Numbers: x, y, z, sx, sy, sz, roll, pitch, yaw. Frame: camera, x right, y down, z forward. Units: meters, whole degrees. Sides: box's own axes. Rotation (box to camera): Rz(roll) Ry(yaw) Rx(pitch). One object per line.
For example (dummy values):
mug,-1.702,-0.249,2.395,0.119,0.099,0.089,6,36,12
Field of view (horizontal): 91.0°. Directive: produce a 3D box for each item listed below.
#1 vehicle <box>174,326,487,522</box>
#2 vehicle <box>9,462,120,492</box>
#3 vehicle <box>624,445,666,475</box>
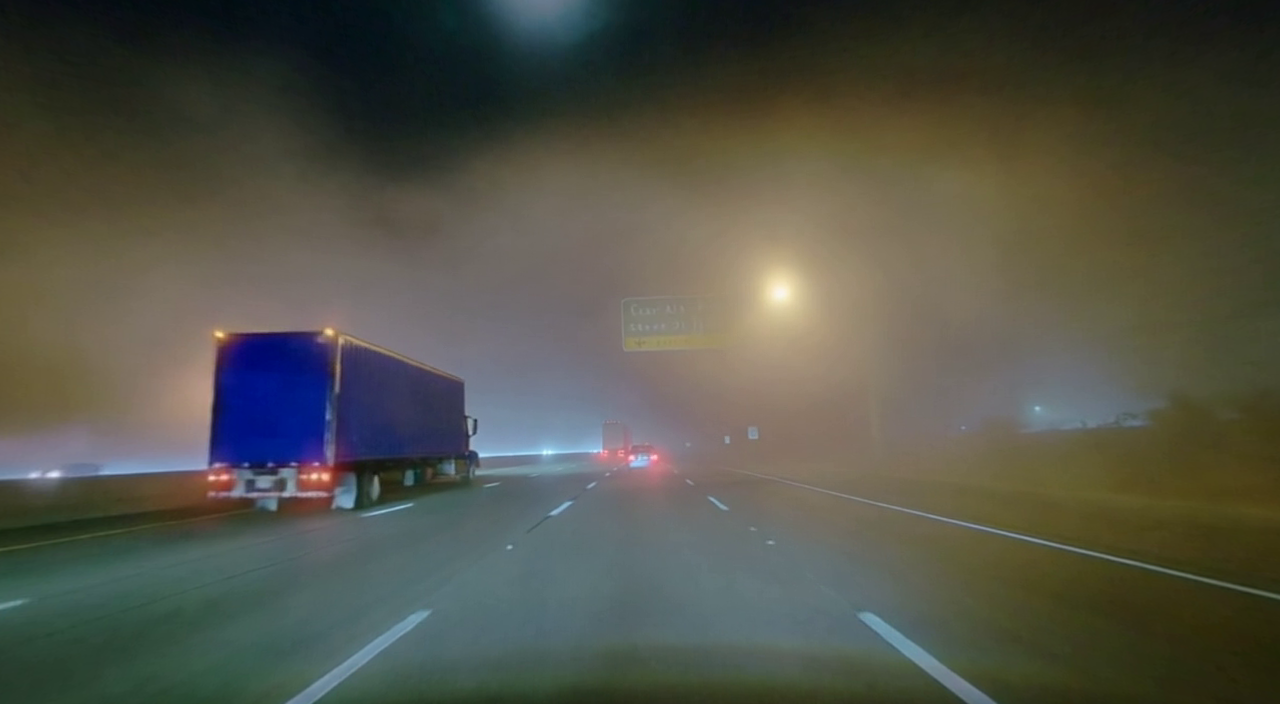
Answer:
vehicle,-7.325,2.212,17.811,3.067,3.804,11.136,0,-9,1
vehicle,-34.421,7.469,37.879,1.980,1.590,4.757,0,-9,3
vehicle,0.234,5.677,33.231,2.066,1.469,4.050,0,-9,-1
